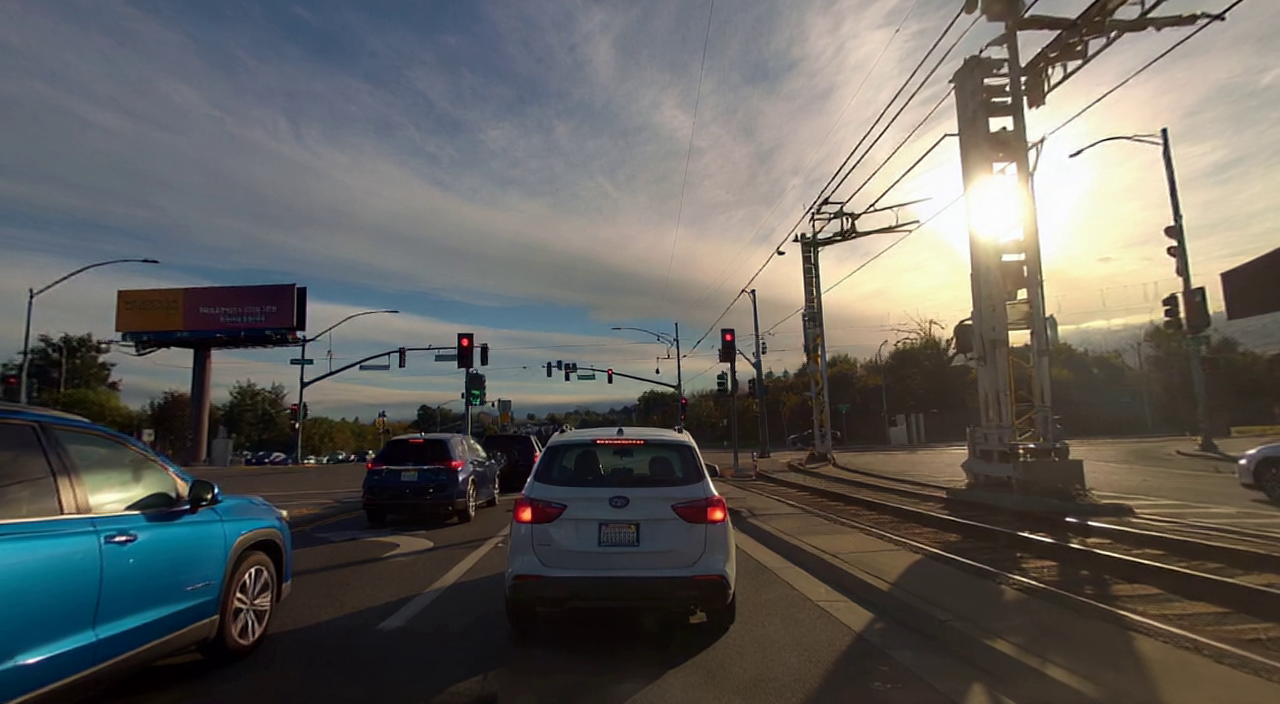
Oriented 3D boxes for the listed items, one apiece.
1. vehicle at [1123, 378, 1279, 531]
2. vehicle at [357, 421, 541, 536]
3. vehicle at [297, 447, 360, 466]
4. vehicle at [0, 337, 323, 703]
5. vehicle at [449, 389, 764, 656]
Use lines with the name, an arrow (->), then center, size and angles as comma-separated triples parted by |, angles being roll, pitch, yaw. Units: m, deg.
vehicle -> 9.608, 1.316, 8.205 | 5.060, 1.702, 2.033 | 1, -9, -4
vehicle -> -3.154, 2.185, 11.511 | 1.988, 1.678, 4.317 | 0, -9, 0
vehicle -> -24.199, 8.090, 49.079 | 4.357, 1.444, 1.842 | -3, -9, 19
vehicle -> -3.925, 0.890, 3.130 | 2.052, 1.814, 5.184 | 0, -9, -1
vehicle -> -0.216, 1.377, 5.996 | 2.025, 1.723, 3.644 | 0, -9, 0
